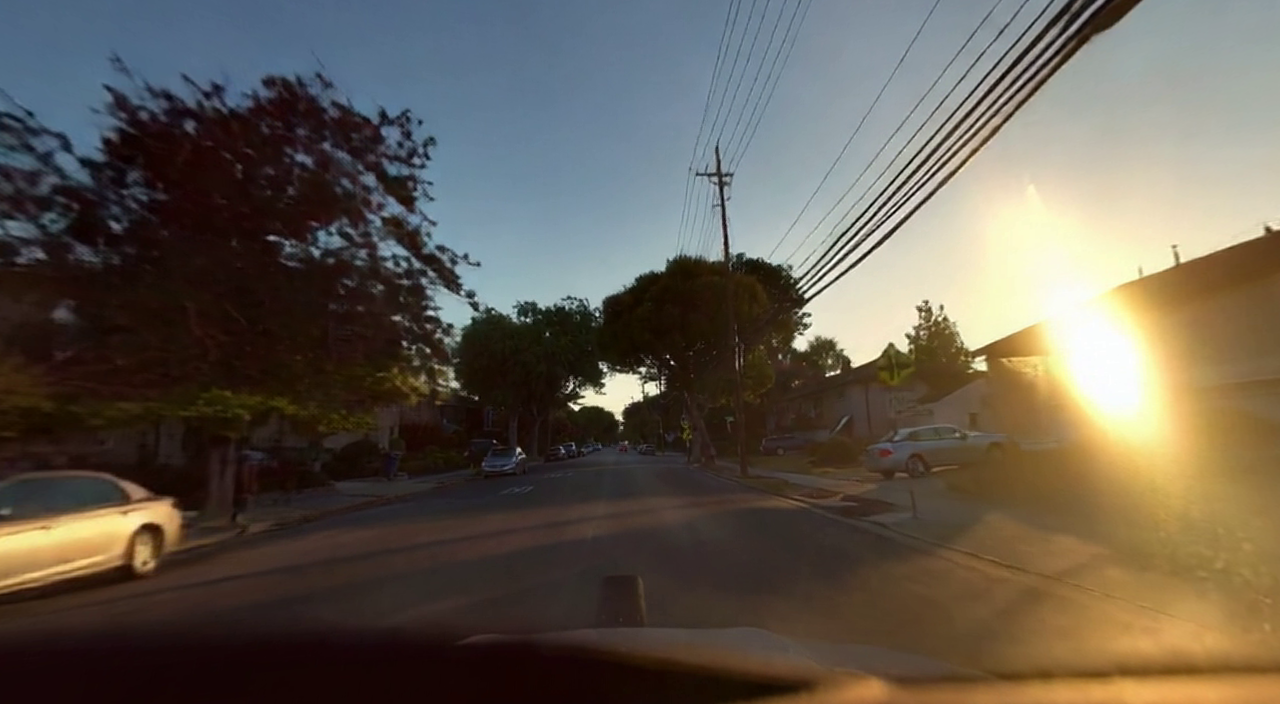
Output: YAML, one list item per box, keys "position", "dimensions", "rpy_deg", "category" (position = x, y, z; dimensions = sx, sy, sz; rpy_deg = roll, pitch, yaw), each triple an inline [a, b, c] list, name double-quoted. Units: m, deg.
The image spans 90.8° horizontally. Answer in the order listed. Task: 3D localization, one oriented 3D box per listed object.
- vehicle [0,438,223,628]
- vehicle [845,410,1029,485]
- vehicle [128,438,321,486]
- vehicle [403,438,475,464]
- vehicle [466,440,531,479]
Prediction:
- position: [-6.342, 1.657, 5.789]
  dimensions: [2.022, 1.550, 4.669]
  rpy_deg: [-4, -8, -2]
  category: "vehicle"
- position: [9.599, 3.096, 20.679]
  dimensions: [4.822, 1.864, 2.100]
  rpy_deg: [-4, -8, -6]
  category: "vehicle"
- position: [-14.822, 3.936, 22.807]
  dimensions: [5.395, 1.615, 2.132]
  rpy_deg: [0, -9, -2]
  category: "vehicle"
- position: [-14.827, 7.328, 46.845]
  dimensions: [4.543, 1.824, 2.379]
  rpy_deg: [0, -9, -3]
  category: "vehicle"
- position: [-7.064, 5.441, 32.179]
  dimensions: [2.162, 1.757, 5.201]
  rpy_deg: [-2, -9, -1]
  category: "vehicle"
